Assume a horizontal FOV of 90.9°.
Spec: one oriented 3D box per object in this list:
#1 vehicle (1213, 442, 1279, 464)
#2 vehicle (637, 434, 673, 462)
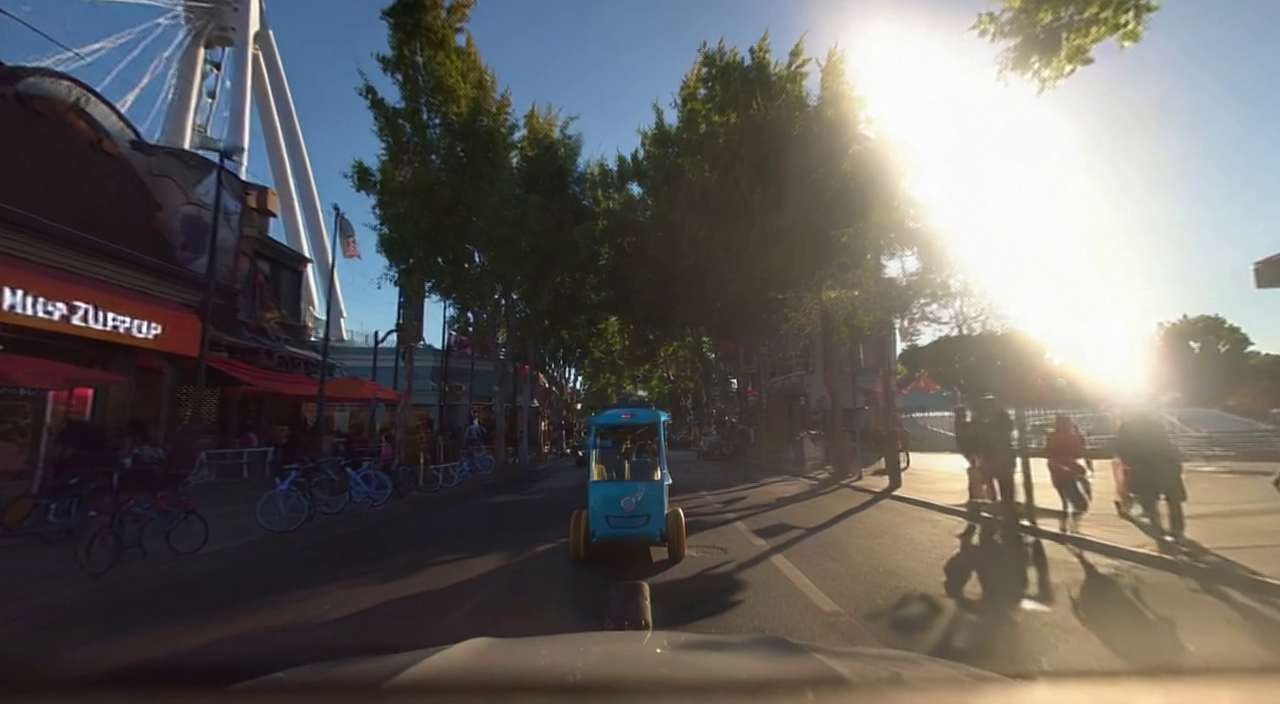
[{"bbox_3d":[41.760,6.781,42.442,4.120,1.445,1.893,-2,-9,10],"label":"vehicle"},{"bbox_3d":[1.013,6.411,42.221,2.221,1.773,4.228,-1,-9,2],"label":"vehicle"}]
